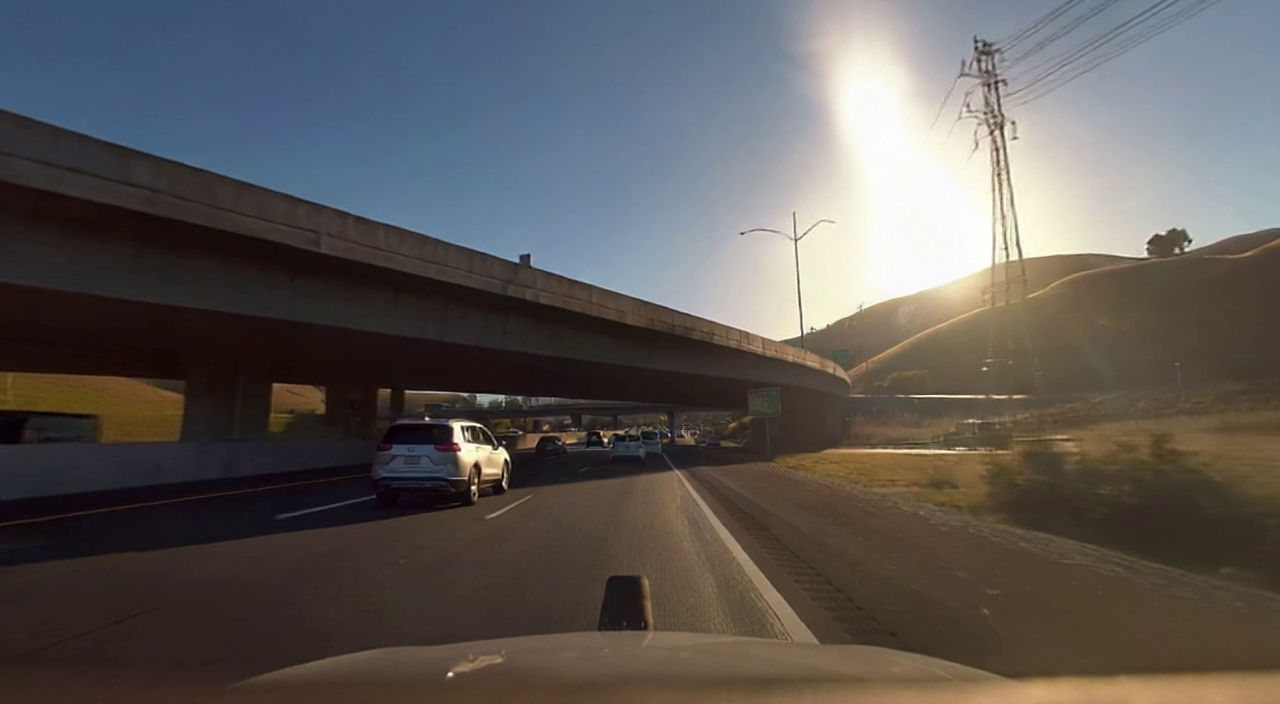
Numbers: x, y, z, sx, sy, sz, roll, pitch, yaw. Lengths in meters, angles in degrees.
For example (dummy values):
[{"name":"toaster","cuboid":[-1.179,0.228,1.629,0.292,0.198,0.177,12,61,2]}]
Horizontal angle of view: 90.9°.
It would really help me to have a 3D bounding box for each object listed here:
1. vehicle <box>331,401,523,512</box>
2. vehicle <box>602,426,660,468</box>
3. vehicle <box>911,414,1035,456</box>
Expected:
[{"name":"vehicle","cuboid":[-4.058,2.121,13.124,2.228,1.845,4.847,0,-8,1]},{"name":"vehicle","cuboid":[-0.318,4.073,27.066,2.193,1.651,3.946,-1,-8,3]},{"name":"vehicle","cuboid":[22.319,5.675,42.735,2.571,2.571,6.876,5,-10,-33]}]
